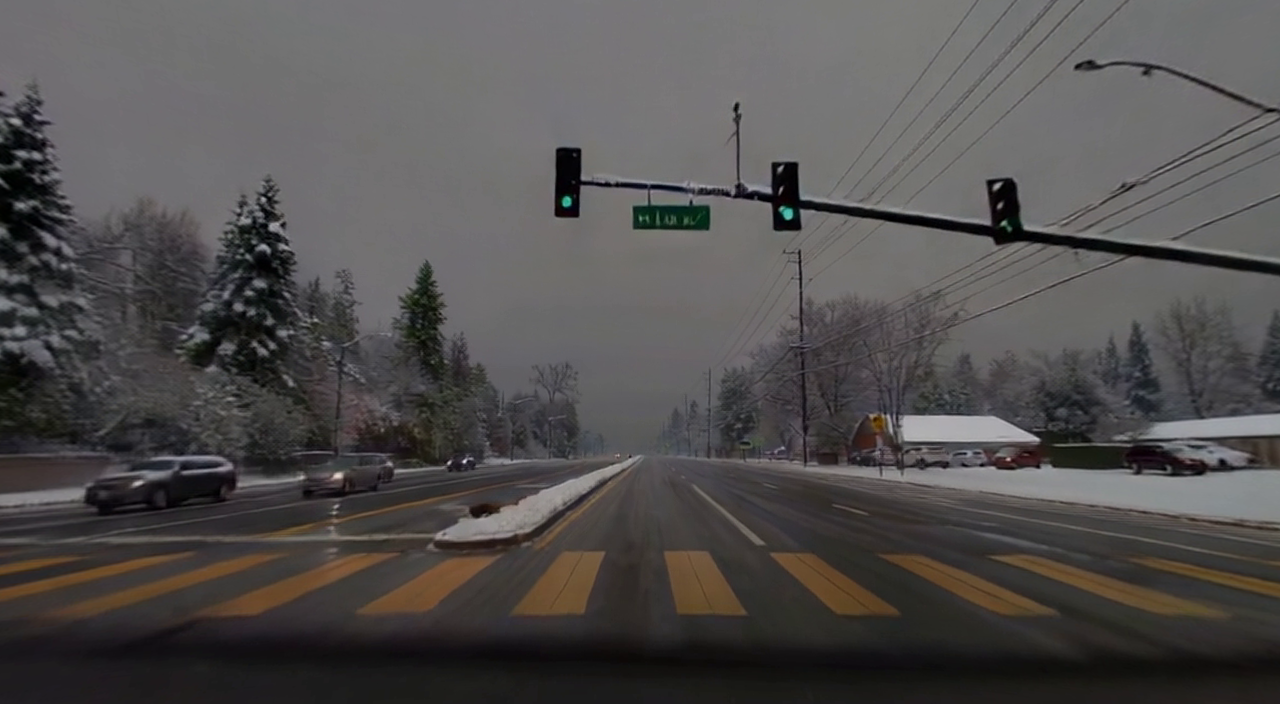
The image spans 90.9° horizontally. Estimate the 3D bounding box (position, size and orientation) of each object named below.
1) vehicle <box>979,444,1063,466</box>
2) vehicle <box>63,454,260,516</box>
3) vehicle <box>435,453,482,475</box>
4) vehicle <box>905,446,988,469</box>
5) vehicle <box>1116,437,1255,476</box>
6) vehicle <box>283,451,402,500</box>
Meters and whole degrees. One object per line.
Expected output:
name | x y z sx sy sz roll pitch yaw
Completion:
vehicle | 25.671 6.981 42.612 4.368 1.394 1.983 0 -9 1
vehicle | -13.546 3.753 18.333 1.909 1.449 4.775 0 -8 1
vehicle | -13.469 8.295 47.026 2.047 1.467 4.611 0 -8 1
vehicle | 20.880 7.204 43.091 4.664 1.504 1.816 0 -8 2
vehicle | 25.188 4.822 29.241 4.518 1.508 1.938 2 -9 5
vehicle | -10.293 4.264 22.243 1.899 1.464 4.418 0 -8 2
